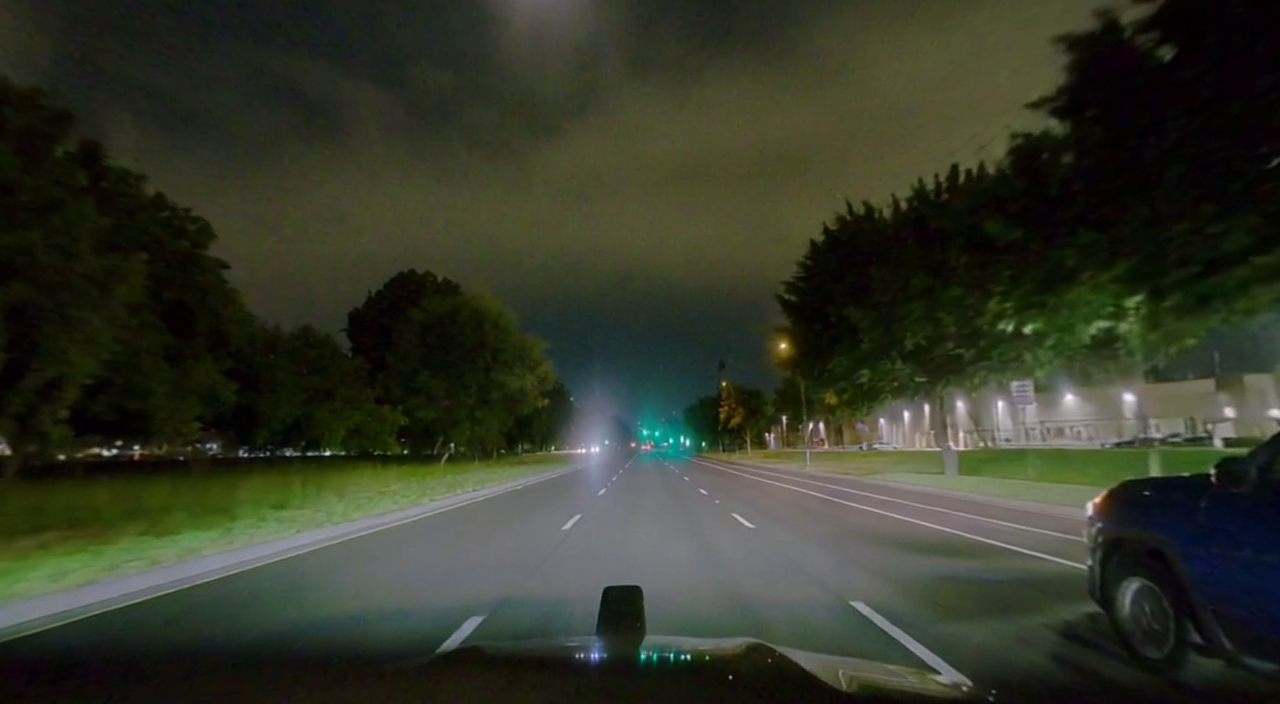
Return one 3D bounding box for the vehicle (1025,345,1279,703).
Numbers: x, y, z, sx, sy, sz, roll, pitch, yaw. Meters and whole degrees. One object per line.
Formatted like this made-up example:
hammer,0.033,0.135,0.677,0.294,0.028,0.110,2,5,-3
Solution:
vehicle,3.711,0.736,1.780,2.087,1.759,5.040,0,-8,1
